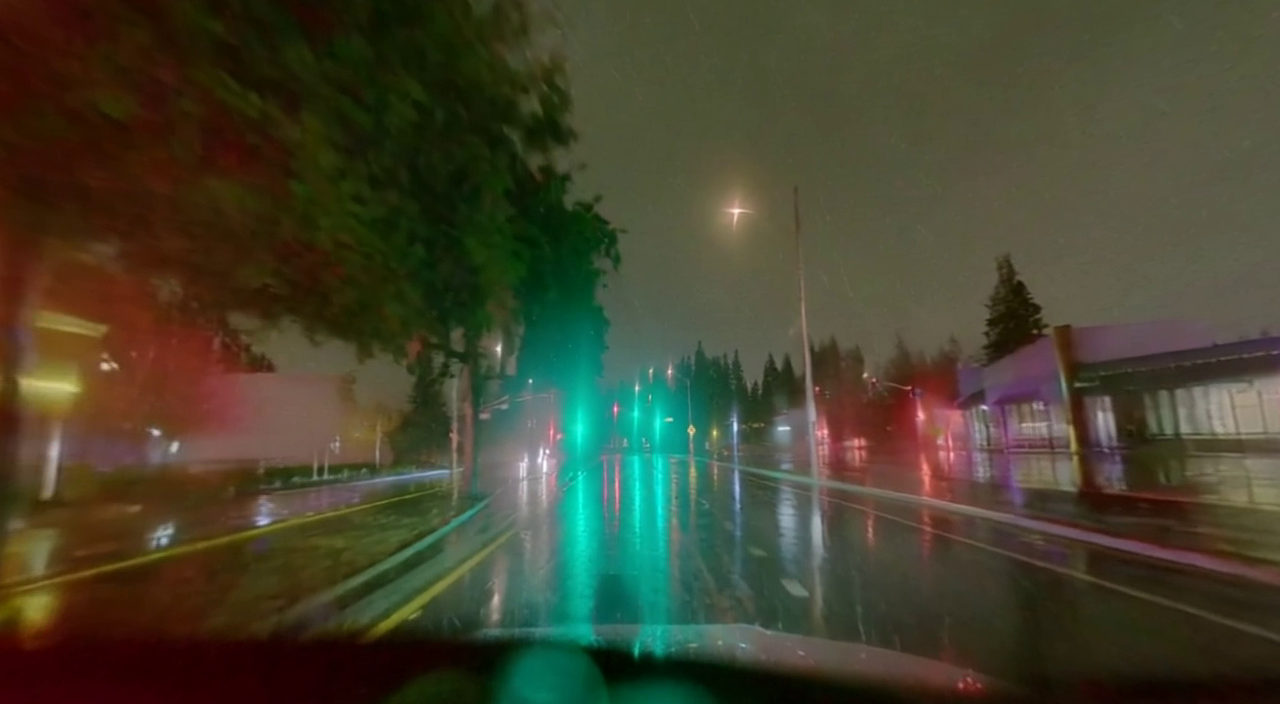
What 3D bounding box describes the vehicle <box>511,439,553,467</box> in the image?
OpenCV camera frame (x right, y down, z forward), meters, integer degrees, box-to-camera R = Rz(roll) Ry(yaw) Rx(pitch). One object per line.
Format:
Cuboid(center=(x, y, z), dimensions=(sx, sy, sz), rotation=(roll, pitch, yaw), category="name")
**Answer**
Cuboid(center=(-7.876, 7.432, 46.430), dimensions=(2.176, 1.850, 4.909), rotation=(-2, -8, 0), category="vehicle")
